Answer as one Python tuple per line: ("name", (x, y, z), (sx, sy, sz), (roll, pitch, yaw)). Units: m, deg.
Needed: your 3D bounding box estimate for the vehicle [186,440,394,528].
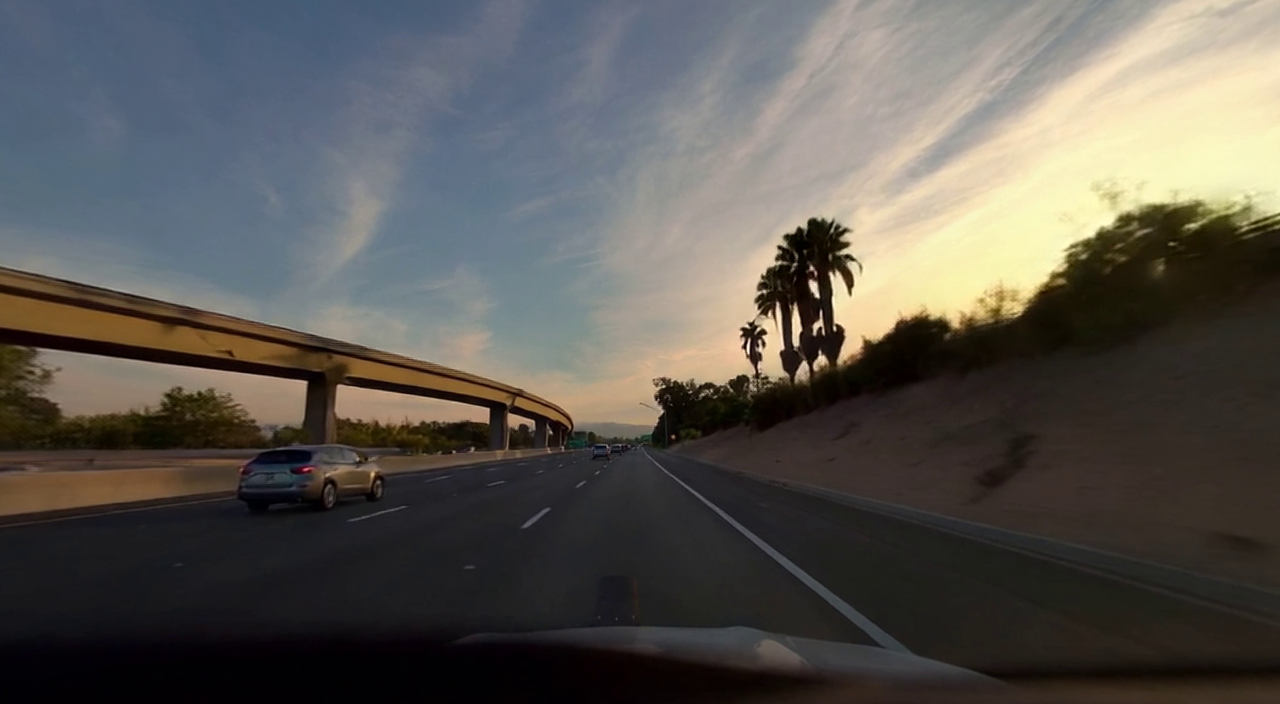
("vehicle", (-6.985, 2.640, 13.262), (1.914, 1.503, 4.268), (0, -8, 0))
